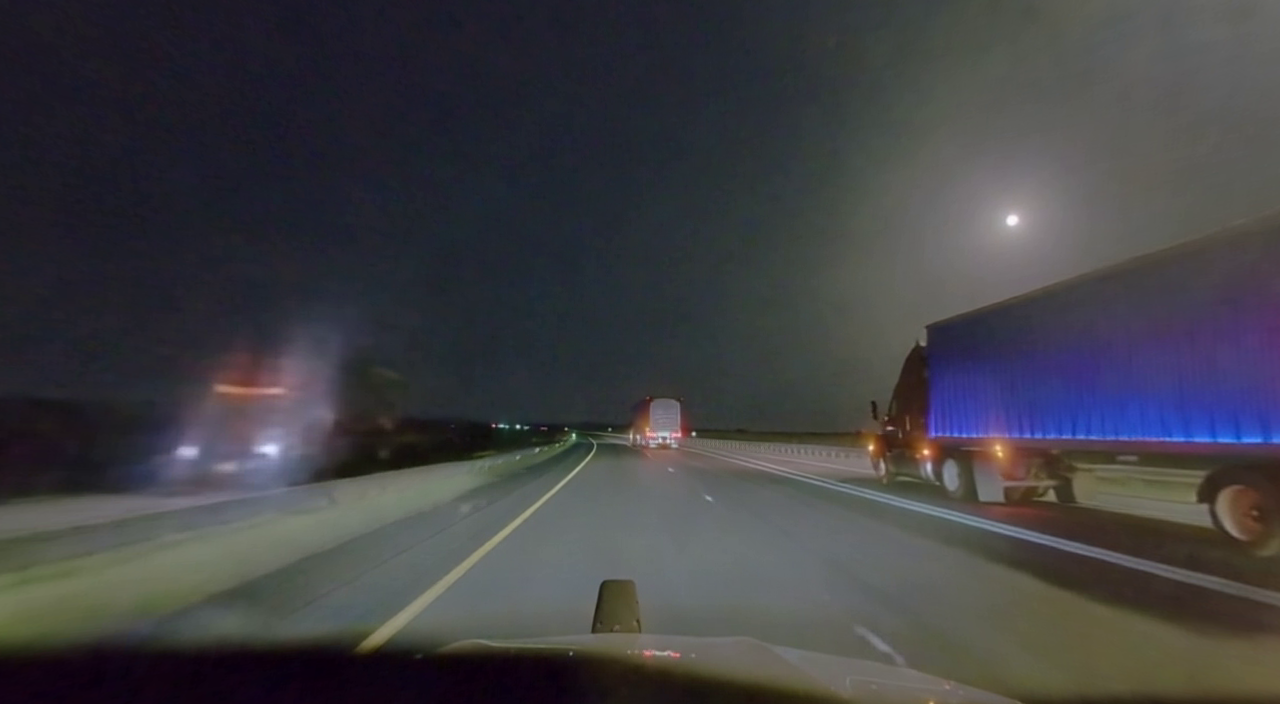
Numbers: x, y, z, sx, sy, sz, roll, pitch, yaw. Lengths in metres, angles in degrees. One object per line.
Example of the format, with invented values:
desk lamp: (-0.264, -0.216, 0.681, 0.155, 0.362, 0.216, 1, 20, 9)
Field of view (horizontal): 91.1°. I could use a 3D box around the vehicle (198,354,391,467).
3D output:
vehicle: (-12.067, 2.288, 23.083, 2.809, 3.434, 7.669, 0, -8, -2)
